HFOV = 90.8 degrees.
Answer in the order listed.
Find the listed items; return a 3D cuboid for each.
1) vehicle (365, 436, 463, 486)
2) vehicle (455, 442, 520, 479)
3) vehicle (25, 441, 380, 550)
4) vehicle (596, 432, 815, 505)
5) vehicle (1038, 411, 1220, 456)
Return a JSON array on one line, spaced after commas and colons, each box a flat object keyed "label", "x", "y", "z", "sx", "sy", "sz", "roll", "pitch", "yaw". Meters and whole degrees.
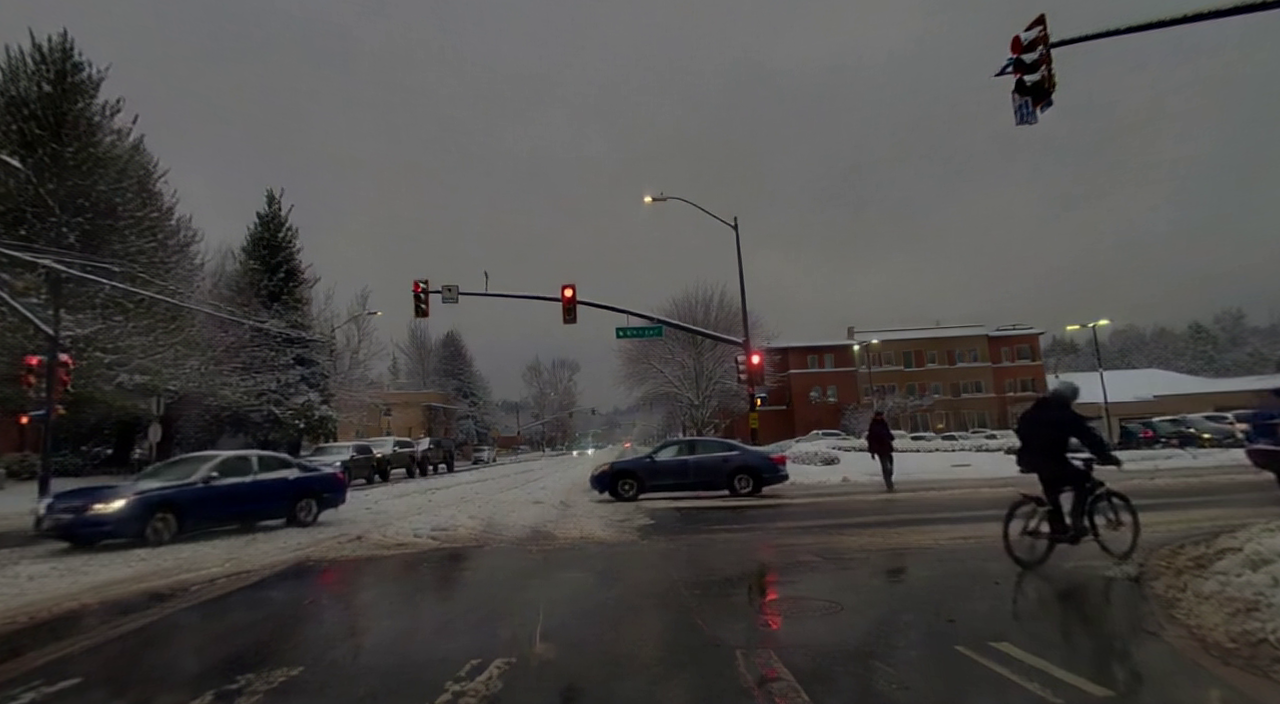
[{"label": "vehicle", "x": -10.167, "y": 4.952, "z": 29.055, "sx": 2.475, "sy": 1.940, "sz": 5.702, "roll": -3, "pitch": -9, "yaw": 0}, {"label": "vehicle", "x": -6.977, "y": 4.990, "z": 29.319, "sx": 2.024, "sy": 1.470, "sz": 4.153, "roll": -3, "pitch": -9, "yaw": -1}, {"label": "vehicle", "x": -7.017, "y": 2.236, "z": 10.570, "sx": 4.533, "sy": 1.419, "sz": 1.755, "roll": 8, "pitch": -12, "yaw": -42}, {"label": "vehicle", "x": 1.329, "y": 2.509, "z": 13.700, "sx": 4.385, "sy": 1.419, "sz": 1.855, "roll": -1, "pitch": -9, "yaw": 2}, {"label": "vehicle", "x": 16.899, "y": 2.904, "z": 22.135, "sx": 4.560, "sy": 1.453, "sz": 1.851, "roll": -3, "pitch": -9, "yaw": 18}]
